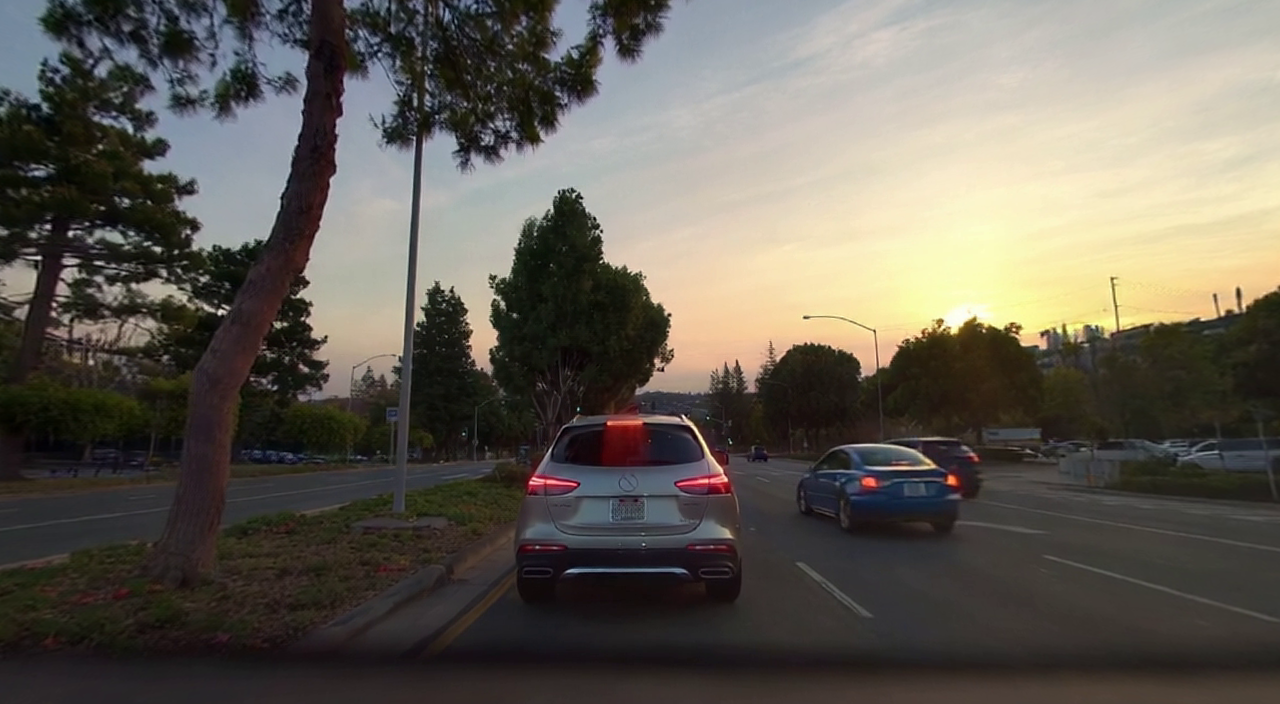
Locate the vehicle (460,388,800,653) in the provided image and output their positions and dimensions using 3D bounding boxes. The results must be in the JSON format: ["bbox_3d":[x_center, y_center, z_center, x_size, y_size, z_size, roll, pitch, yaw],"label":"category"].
[{"bbox_3d":[-0.082,1.381,6.139,2.172,1.694,4.055,0,-8,-1],"label":"vehicle"}]

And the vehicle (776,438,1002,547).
[{"bbox_3d":[3.879,2.246,10.789,2.058,1.468,4.339,0,-9,0],"label":"vehicle"}]
